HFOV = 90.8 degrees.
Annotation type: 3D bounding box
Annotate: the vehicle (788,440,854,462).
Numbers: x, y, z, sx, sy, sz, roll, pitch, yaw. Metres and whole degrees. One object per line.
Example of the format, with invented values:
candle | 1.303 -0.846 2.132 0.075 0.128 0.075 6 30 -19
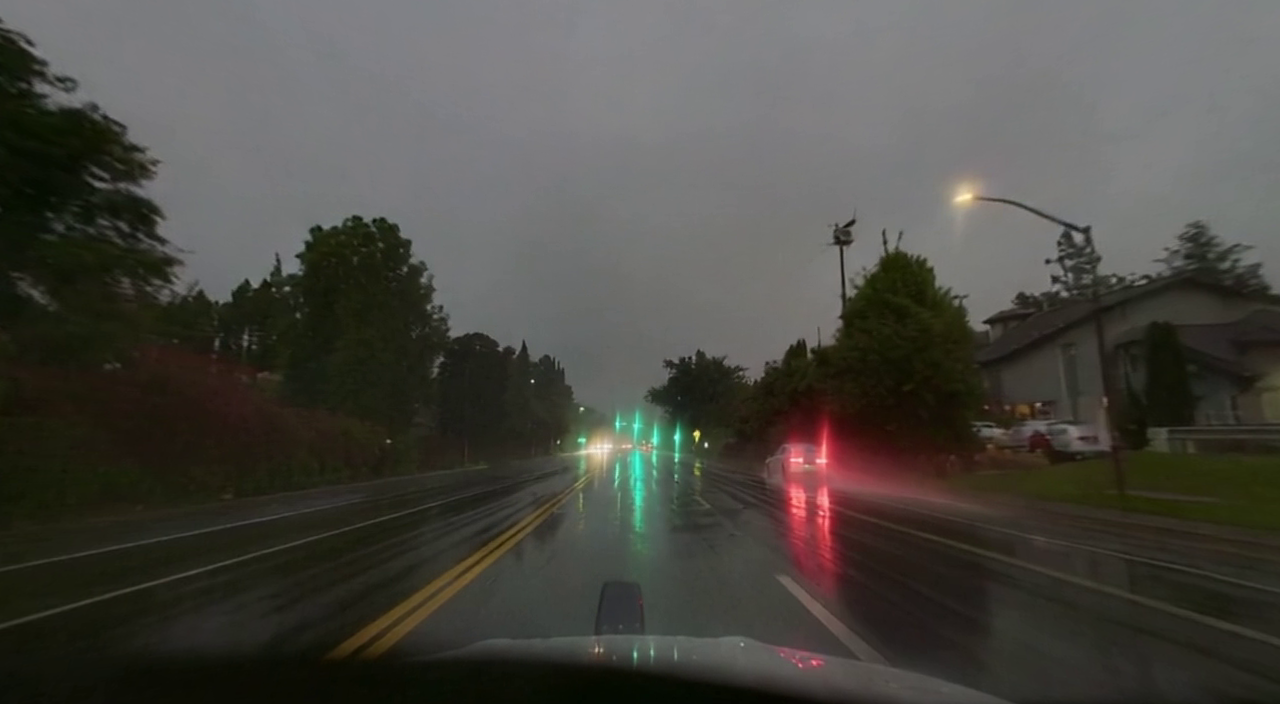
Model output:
vehicle | 14.076 7.725 49.247 4.513 1.619 1.905 1 -9 -8
